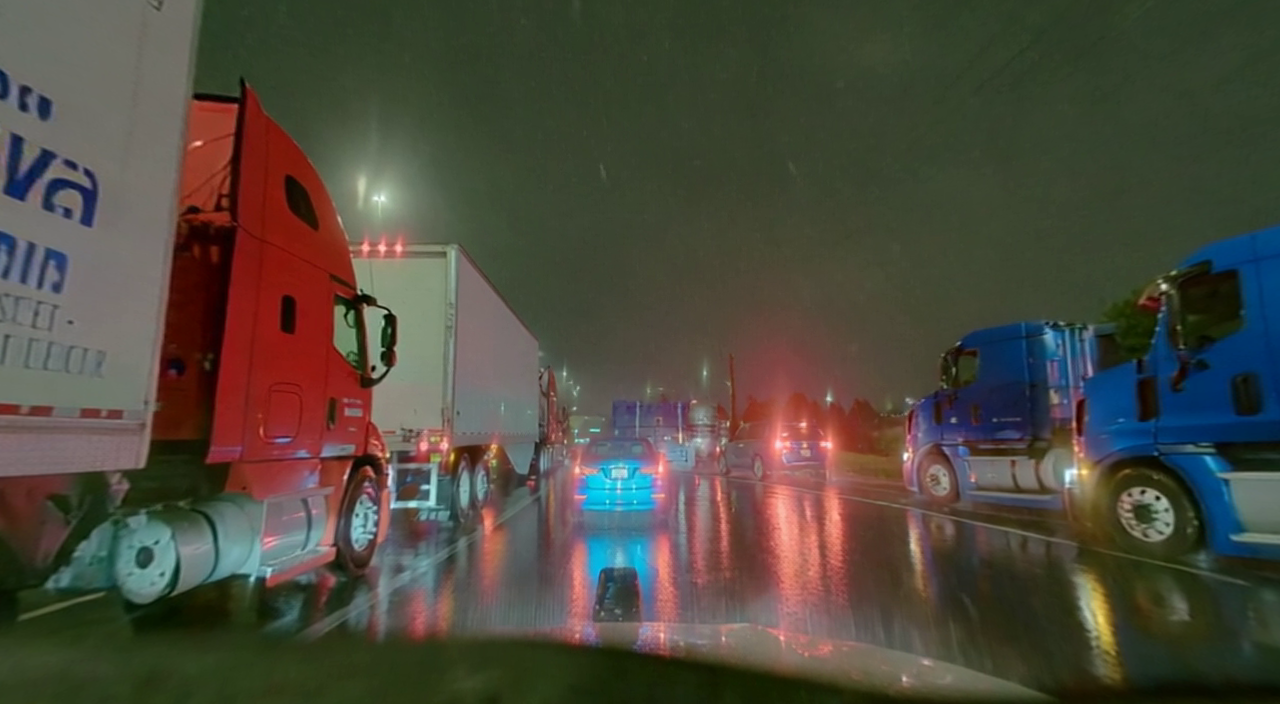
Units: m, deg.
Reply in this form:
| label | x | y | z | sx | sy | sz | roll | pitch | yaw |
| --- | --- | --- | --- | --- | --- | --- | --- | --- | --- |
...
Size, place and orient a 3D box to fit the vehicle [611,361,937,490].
| label | x | y | z | sx | sy | sz | roll | pitch | yaw |
| --- | --- | --- | --- | --- | --- | --- | --- | --- | --- |
| vehicle | 4.447 | 3.260 | 26.560 | 2.877 | 4.124 | 14.516 | 4 | -9 | -41 |

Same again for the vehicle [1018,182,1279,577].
| label | x | y | z | sx | sy | sz | roll | pitch | yaw |
| --- | --- | --- | --- | --- | --- | --- | --- | --- | --- |
| vehicle | 11.159 | -0.107 | 4.717 | 13.564 | 4.152 | 3.110 | -9 | -12 | 42 |

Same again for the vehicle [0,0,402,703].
| label | x | y | z | sx | sy | sz | roll | pitch | yaw |
| --- | --- | --- | --- | --- | --- | --- | --- | --- | --- |
| vehicle | -3.949 | 0.080 | 2.074 | 2.986 | 3.391 | 9.523 | 0 | -9 | -3 |

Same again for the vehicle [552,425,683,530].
| label | x | y | z | sx | sy | sz | roll | pitch | yaw |
| --- | --- | --- | --- | --- | --- | --- | --- | --- | --- |
| vehicle | -0.386 | 2.368 | 12.277 | 2.140 | 1.682 | 3.971 | 0 | -9 | 0 |
